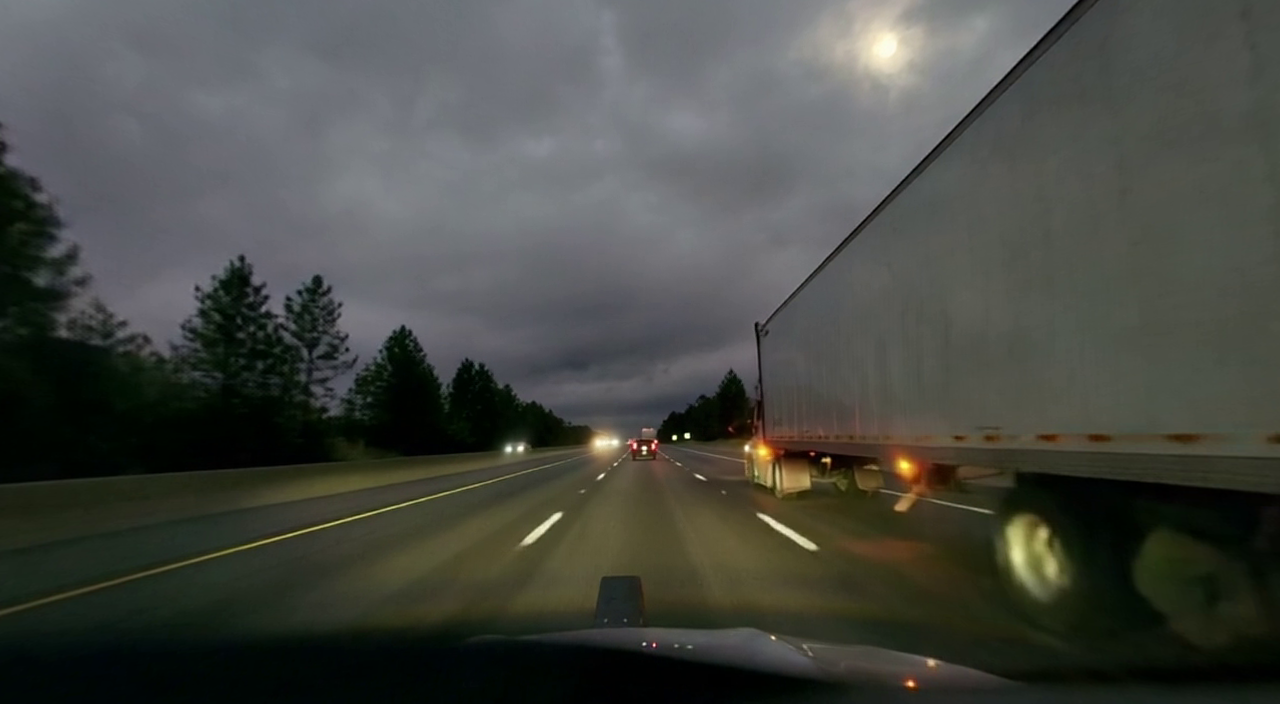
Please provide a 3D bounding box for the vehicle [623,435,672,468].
[{"bbox_3d":[0.438,5.084,32.379,2.139,1.607,4.034,-1,-8,6],"label":"vehicle"}]

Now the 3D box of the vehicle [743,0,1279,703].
[{"bbox_3d":[4.141,0.517,8.856,3.005,4.131,14.221,0,-8,0],"label":"vehicle"}]
